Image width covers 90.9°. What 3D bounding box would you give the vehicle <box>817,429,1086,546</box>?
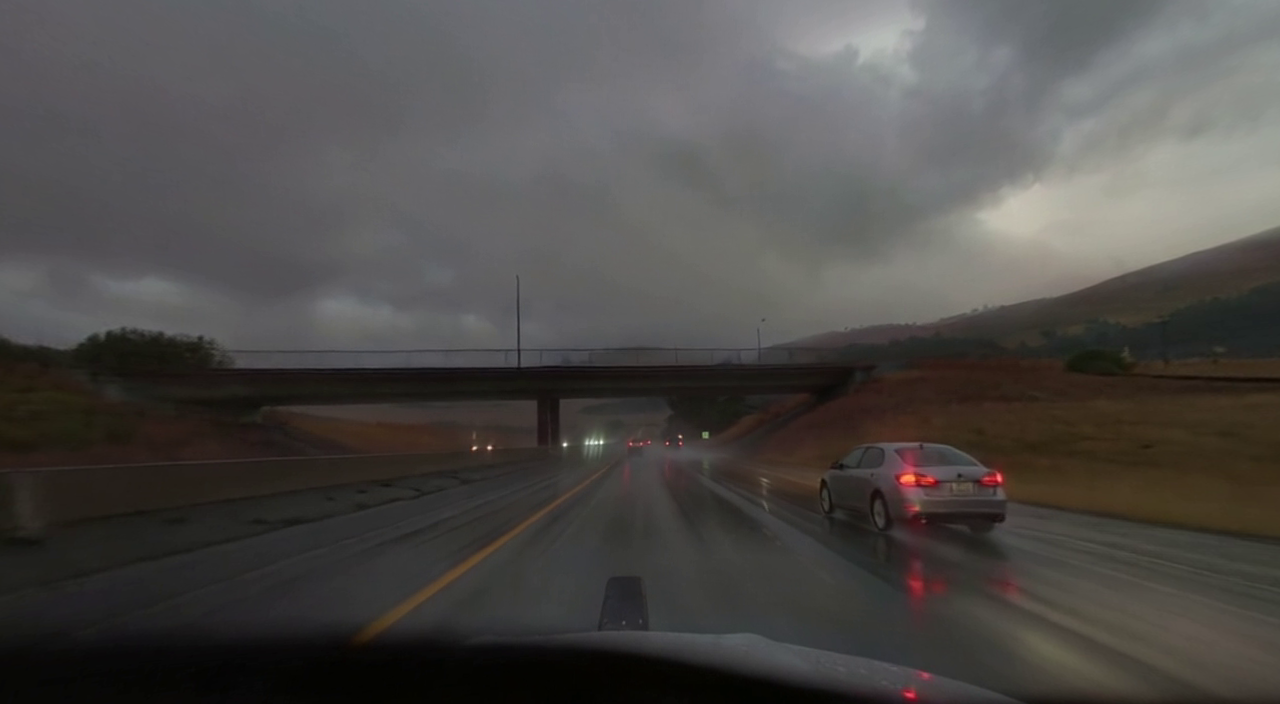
[{"bbox_3d":[4.685,2.088,10.531,2.027,1.487,4.718,0,-8,-1],"label":"vehicle"}]
